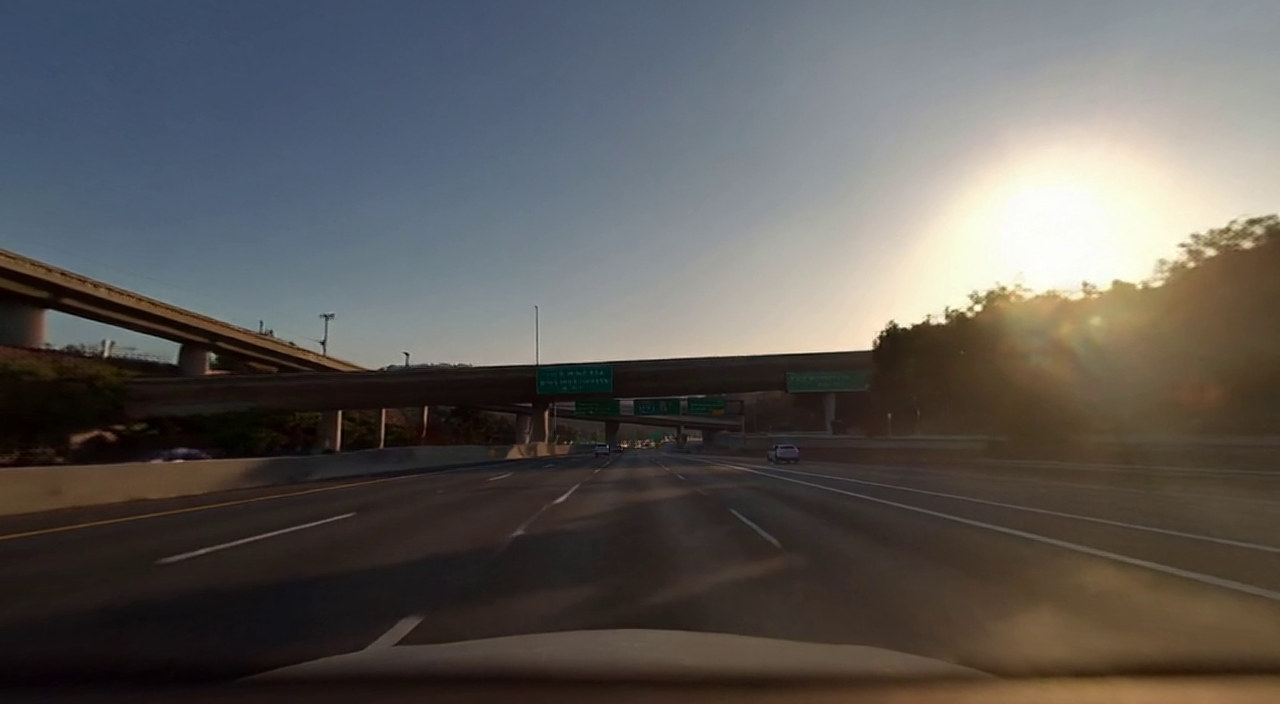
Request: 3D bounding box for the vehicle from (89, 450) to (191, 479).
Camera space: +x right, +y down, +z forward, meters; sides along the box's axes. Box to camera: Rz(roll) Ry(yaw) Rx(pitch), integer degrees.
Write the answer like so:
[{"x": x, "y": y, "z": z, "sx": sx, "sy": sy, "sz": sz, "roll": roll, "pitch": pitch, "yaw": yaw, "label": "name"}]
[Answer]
[{"x": -29.553, "y": 6.653, "z": 37.588, "sx": 2.011, "sy": 1.562, "sz": 4.983, "roll": 0, "pitch": -8, "yaw": -1, "label": "vehicle"}]
